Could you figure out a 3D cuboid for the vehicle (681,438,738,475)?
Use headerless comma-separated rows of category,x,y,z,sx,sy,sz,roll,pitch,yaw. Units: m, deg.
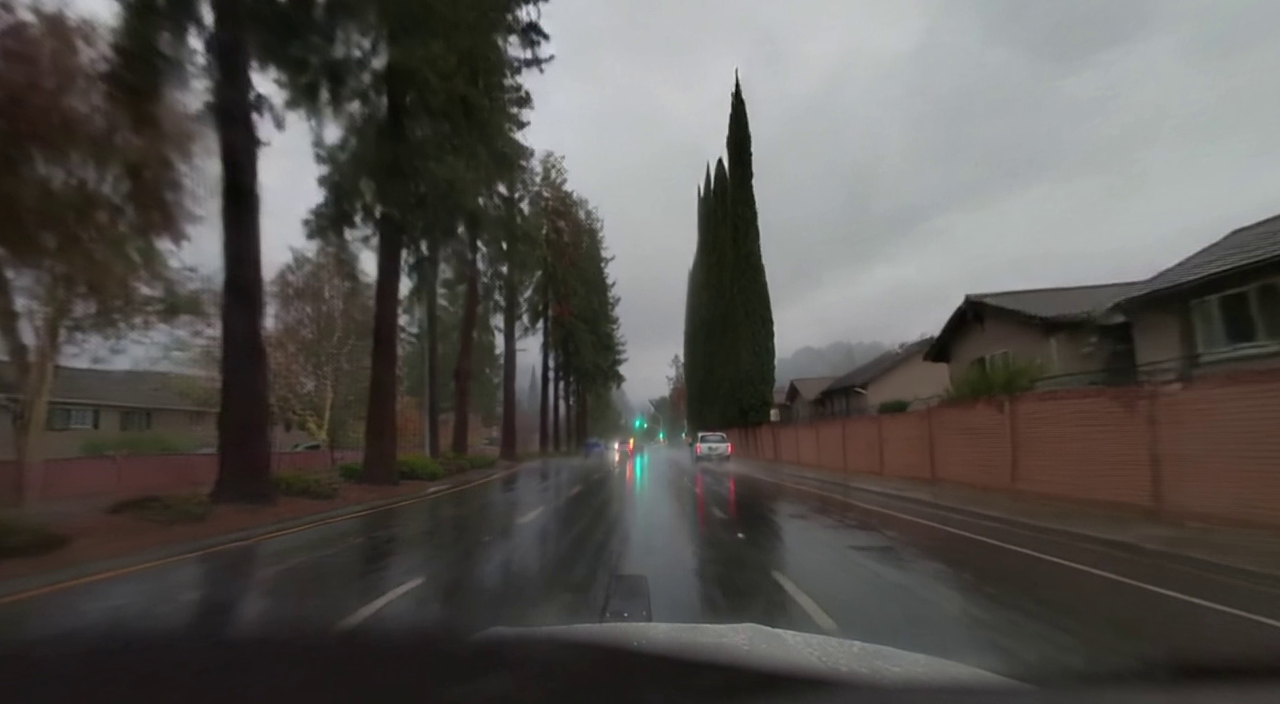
vehicle,3.319,5.111,31.115,2.321,1.695,5.037,0,-8,1
